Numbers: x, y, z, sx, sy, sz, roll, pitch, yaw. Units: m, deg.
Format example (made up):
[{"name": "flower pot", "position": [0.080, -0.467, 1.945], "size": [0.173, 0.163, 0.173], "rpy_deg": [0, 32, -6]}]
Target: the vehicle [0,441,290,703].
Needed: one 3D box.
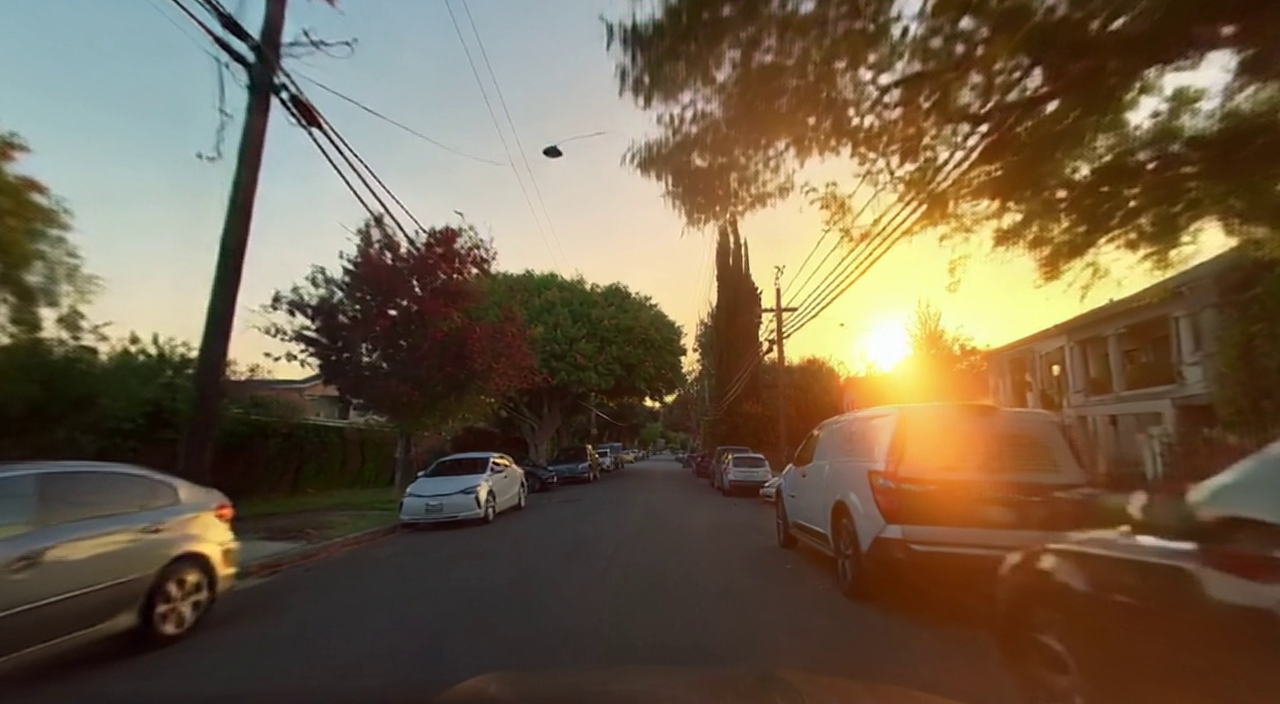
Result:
[{"name": "vehicle", "position": [-4.267, 1.294, 3.628], "size": [1.796, 1.532, 4.244], "rpy_deg": [-1, -8, 5]}]

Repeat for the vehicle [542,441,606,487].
[{"name": "vehicle", "position": [-2.982, 5.188, 29.710], "size": [2.280, 1.953, 5.092], "rpy_deg": [-1, -8, 2]}]

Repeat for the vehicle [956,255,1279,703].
[{"name": "vehicle", "position": [2.635, 0.589, 1.007], "size": [1.992, 1.853, 4.704], "rpy_deg": [-1, -8, 3]}]

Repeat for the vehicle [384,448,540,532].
[{"name": "vehicle", "position": [-3.754, 2.977, 14.343], "size": [1.988, 1.541, 4.686], "rpy_deg": [-1, -8, 3]}]
